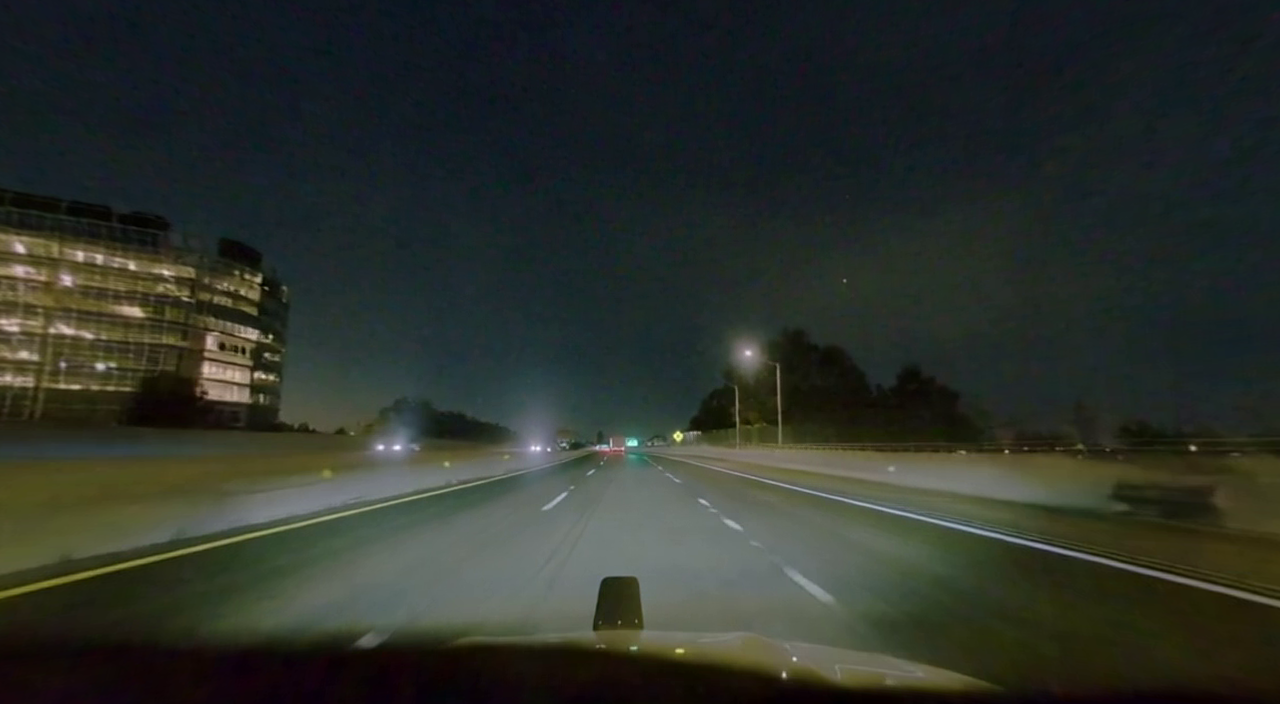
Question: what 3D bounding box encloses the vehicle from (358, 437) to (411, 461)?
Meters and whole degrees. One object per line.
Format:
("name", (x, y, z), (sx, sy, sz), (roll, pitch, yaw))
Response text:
("vehicle", (-17.495, 6.688, 43.129), (1.876, 1.508, 4.171), (0, -9, 0))
